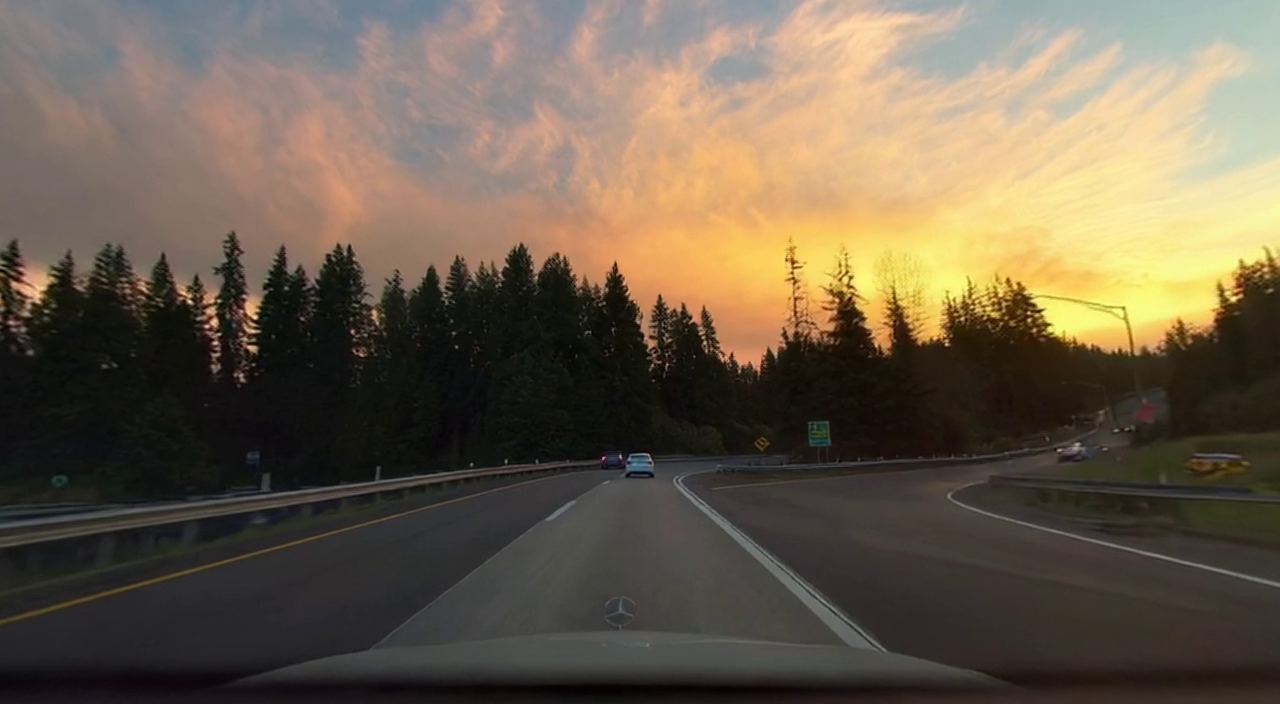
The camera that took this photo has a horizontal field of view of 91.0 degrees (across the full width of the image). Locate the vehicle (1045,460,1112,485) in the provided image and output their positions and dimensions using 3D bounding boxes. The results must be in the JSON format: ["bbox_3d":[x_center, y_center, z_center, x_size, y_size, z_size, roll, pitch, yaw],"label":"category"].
[{"bbox_3d":[32.347,8.853,46.406,4.341,1.658,1.965,4,-9,-23],"label":"vehicle"}]

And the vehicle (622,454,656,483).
[{"bbox_3d":[-0.085,7.454,40.374,2.130,1.684,3.826,0,-9,-1],"label":"vehicle"}]
